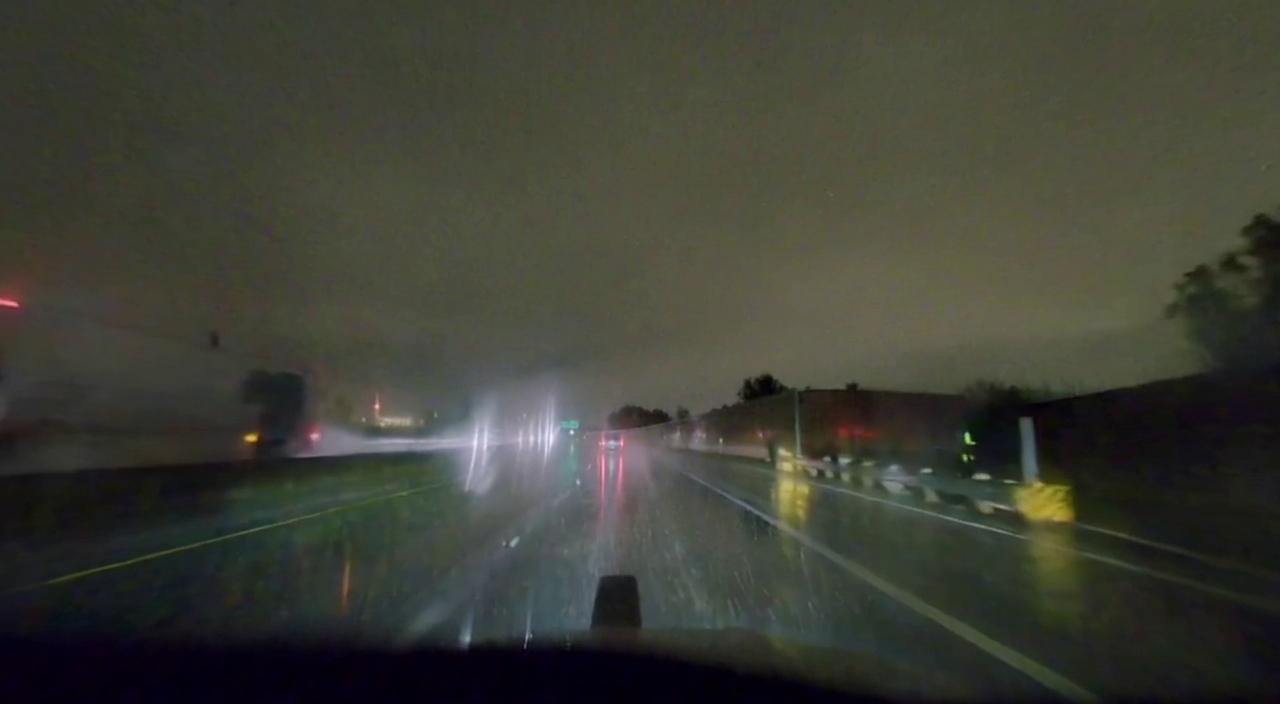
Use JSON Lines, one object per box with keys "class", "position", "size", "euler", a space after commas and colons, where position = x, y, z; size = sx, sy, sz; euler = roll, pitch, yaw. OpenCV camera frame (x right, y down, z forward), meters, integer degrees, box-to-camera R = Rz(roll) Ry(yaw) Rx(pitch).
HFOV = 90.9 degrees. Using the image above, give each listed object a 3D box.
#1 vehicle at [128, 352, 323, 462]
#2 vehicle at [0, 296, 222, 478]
{"class": "vehicle", "position": [-17.037, 2.512, 26.887], "size": [2.869, 4.000, 7.977], "euler": [0, -8, -1]}
{"class": "vehicle", "position": [-16.817, 1.120, 17.221], "size": [2.953, 4.309, 11.639], "euler": [0, -8, -1]}
